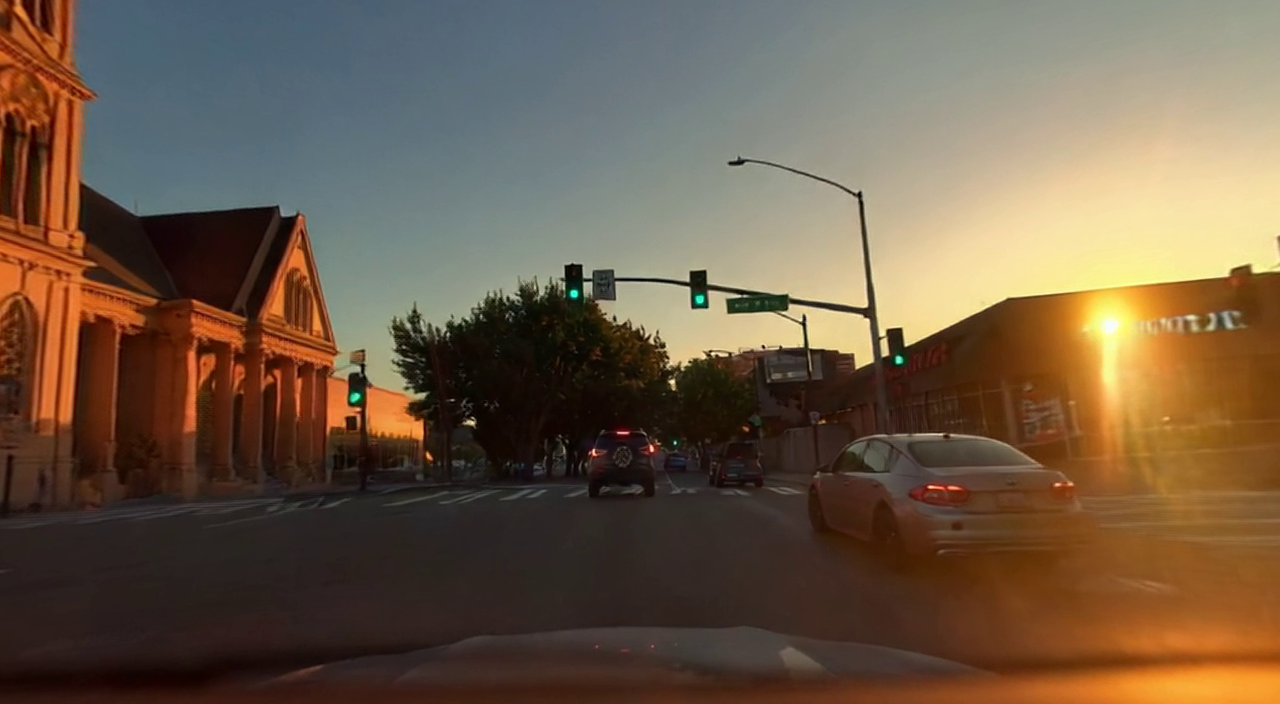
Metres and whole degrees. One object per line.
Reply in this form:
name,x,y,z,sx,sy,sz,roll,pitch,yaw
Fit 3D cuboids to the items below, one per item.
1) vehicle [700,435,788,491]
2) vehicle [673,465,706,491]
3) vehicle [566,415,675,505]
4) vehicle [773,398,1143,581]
vehicle,3.013,3.303,19.169,1.890,1.491,4.166,0,-8,-1
vehicle,3.740,9.284,46.785,2.027,1.771,4.470,-2,-10,9
vehicle,-0.443,2.454,14.758,2.168,1.776,4.135,0,-8,-2
vehicle,3.094,1.446,7.463,1.883,1.472,4.471,0,-8,-3
